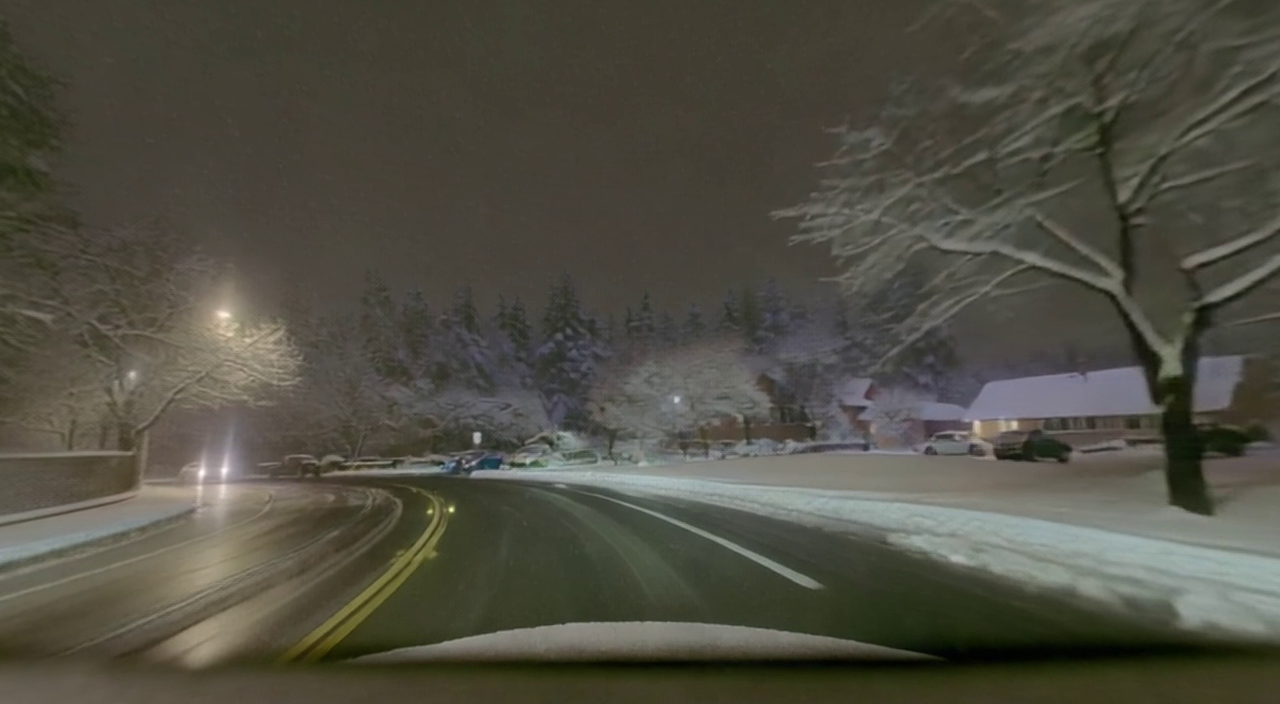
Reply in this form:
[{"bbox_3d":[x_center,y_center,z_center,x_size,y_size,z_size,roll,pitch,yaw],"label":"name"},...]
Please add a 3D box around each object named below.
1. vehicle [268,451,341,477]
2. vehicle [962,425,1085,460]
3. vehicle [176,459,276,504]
[{"bbox_3d":[-25.670,8.510,48.309,5.202,1.817,2.042,-4,-9,25],"label":"vehicle"},{"bbox_3d":[17.491,4.174,29.036,4.462,1.474,1.765,-3,-9,18],"label":"vehicle"},{"bbox_3d":[-15.707,4.842,24.224,2.772,1.161,7.241,1,-8,-32],"label":"vehicle"}]
